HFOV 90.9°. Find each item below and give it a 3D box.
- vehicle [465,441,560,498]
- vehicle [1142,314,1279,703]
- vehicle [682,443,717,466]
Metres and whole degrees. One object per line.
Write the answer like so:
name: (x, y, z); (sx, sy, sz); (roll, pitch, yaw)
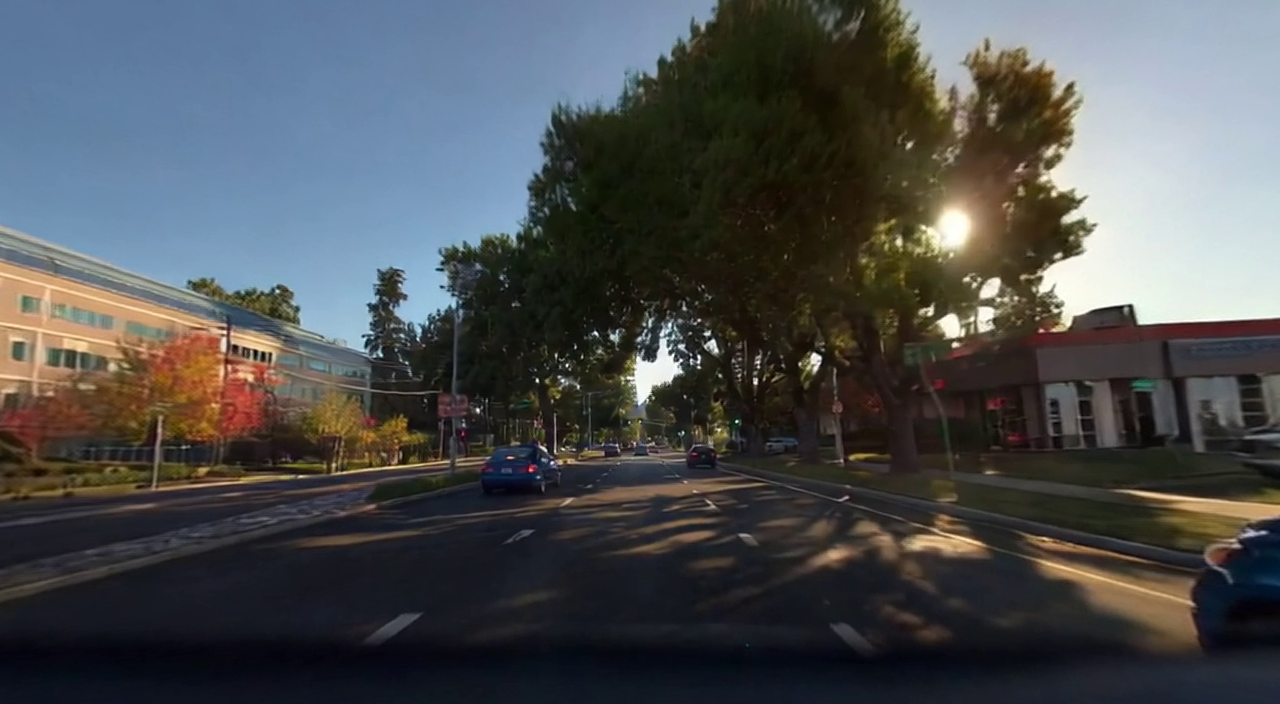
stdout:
vehicle: (-3.578, 3.369, 18.586); (1.803, 1.463, 4.422); (0, -8, 1)
vehicle: (3.181, 0.496, 0.342); (2.041, 1.764, 4.550); (0, -8, 0)
vehicle: (3.974, 6.898, 42.627); (1.883, 1.465, 3.975); (0, -8, -1)
